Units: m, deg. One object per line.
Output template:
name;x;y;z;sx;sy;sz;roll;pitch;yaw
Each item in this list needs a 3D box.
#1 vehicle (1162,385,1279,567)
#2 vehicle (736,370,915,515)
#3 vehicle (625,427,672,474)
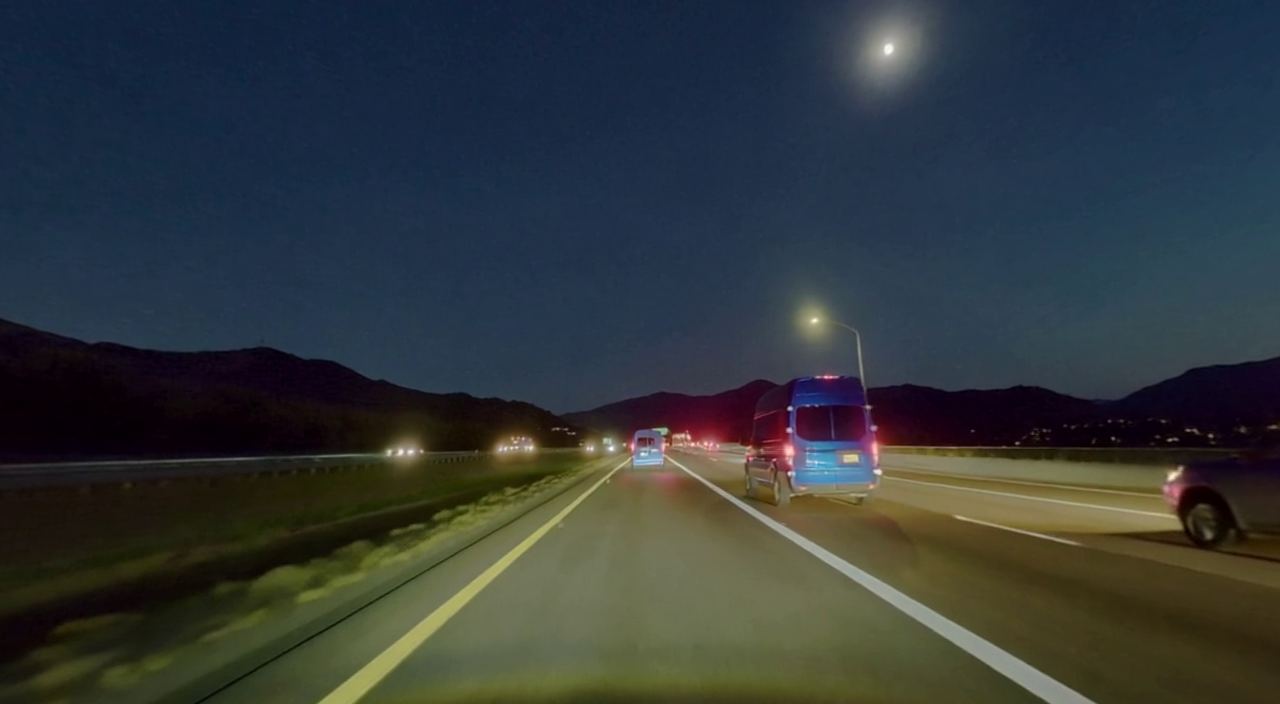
vehicle;7.946;1.174;5.714;2.240;1.925;4.854;0;-8;0
vehicle;3.893;2.117;14.791;2.302;2.670;6.176;0;-8;0
vehicle;0.391;4.794;30.862;2.131;2.122;4.473;0;-8;0
